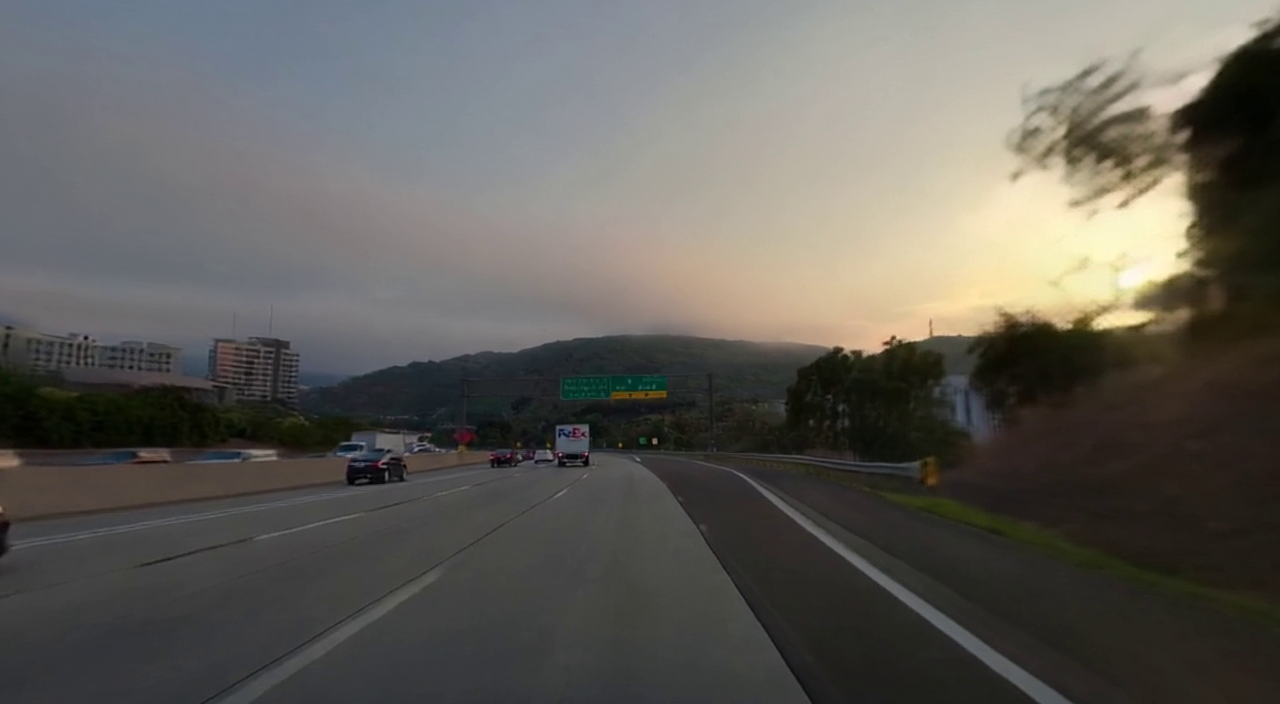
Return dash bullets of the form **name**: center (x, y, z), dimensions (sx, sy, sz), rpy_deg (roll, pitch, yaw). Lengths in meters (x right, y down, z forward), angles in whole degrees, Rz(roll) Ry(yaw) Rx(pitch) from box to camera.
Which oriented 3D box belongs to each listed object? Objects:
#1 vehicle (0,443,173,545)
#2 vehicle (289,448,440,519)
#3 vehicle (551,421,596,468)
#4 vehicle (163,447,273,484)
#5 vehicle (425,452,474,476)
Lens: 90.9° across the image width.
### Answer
- **vehicle**: center (-11.687, 2.620, 12.138), dimensions (1.931, 1.692, 4.443), rpy_deg (0, -8, 0)
- **vehicle**: center (-7.822, 3.733, 18.518), dimensions (2.294, 1.710, 4.436), rpy_deg (1, -8, 1)
- **vehicle**: center (-4.976, 7.101, 48.473), dimensions (2.798, 3.212, 7.573), rpy_deg (1, -8, -2)
- **vehicle**: center (-21.808, 5.863, 32.952), dimensions (2.037, 1.723, 5.468), rpy_deg (0, -8, -1)
- **vehicle**: center (-12.142, 7.155, 40.529), dimensions (1.879, 1.431, 4.425), rpy_deg (0, -8, -1)
